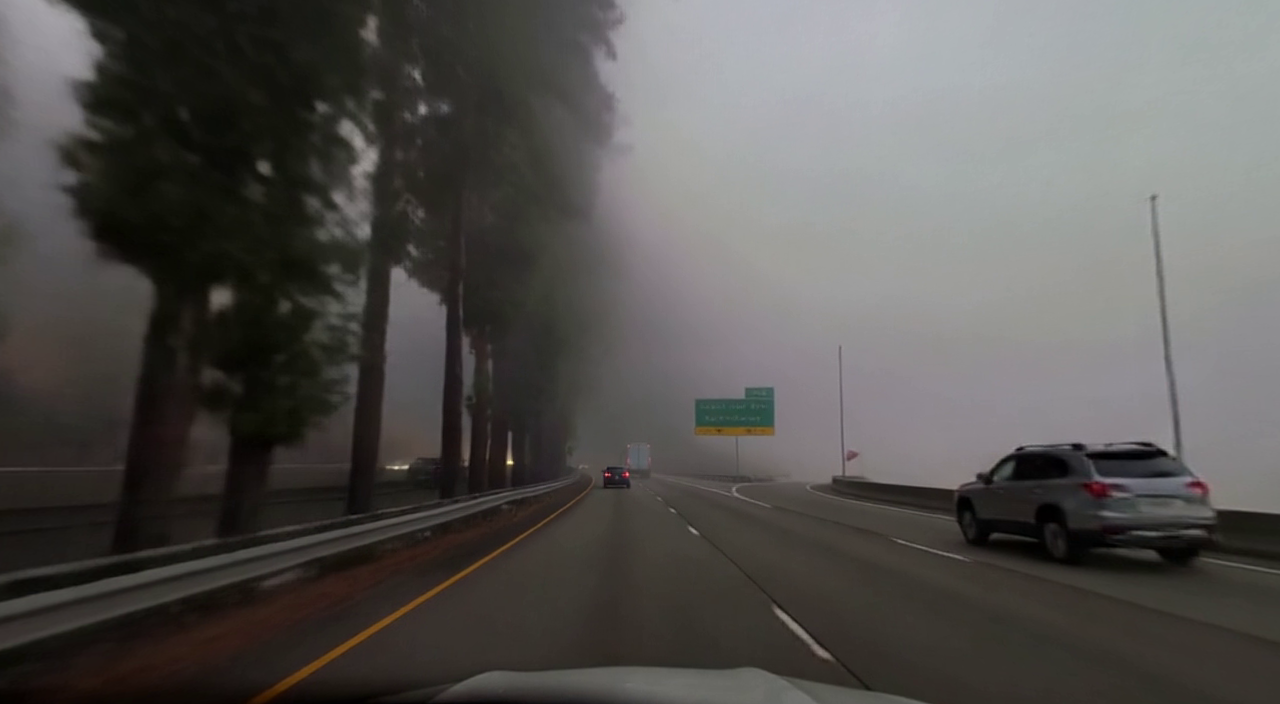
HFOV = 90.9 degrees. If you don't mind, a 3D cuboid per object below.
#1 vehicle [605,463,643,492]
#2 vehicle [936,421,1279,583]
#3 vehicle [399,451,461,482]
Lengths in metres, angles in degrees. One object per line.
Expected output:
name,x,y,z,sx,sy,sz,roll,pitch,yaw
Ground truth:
vehicle,-0.926,6.988,35.160,1.987,1.467,3.903,1,-10,-2
vehicle,6.534,2.105,9.437,1.998,1.776,4.663,1,-10,1
vehicle,-11.905,6.550,36.076,1.952,1.618,4.859,1,-10,-1
